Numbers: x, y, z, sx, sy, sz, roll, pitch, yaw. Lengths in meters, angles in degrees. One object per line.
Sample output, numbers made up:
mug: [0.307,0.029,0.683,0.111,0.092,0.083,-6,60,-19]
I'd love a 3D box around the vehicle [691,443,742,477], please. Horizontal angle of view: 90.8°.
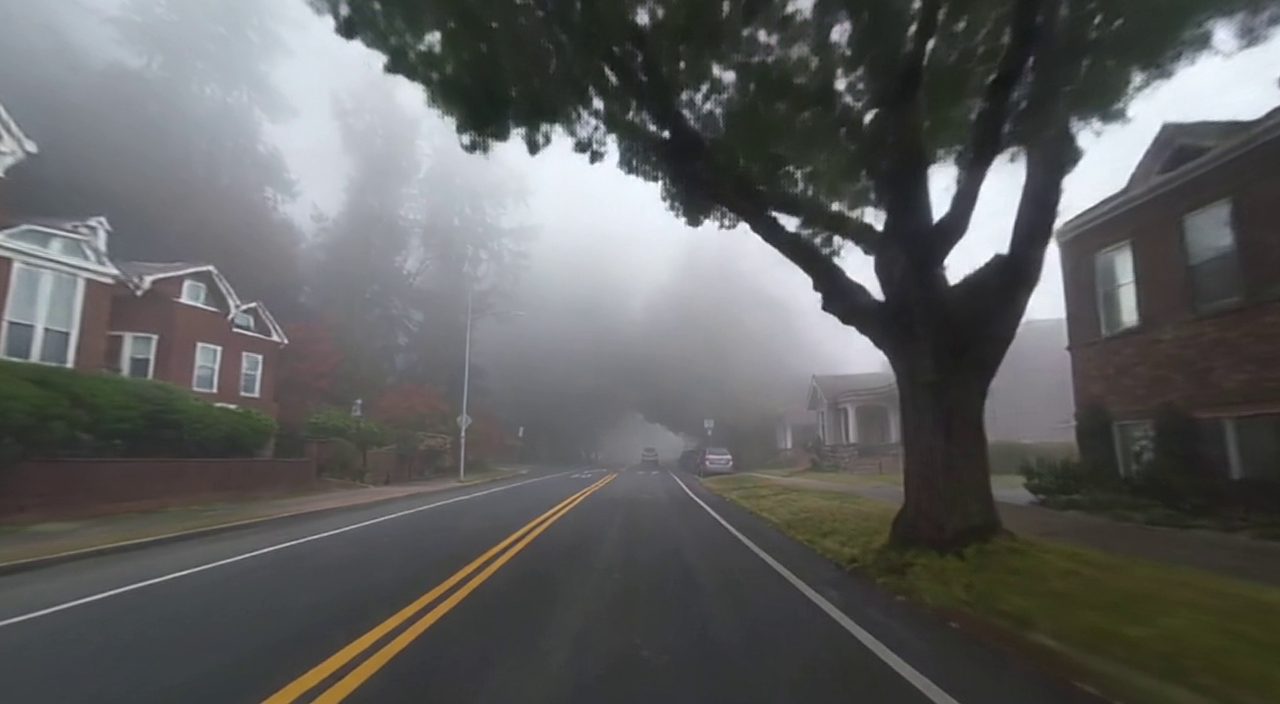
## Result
vehicle: [4.185,5.984,35.273,1.937,1.752,4.574,1,-9,-5]
